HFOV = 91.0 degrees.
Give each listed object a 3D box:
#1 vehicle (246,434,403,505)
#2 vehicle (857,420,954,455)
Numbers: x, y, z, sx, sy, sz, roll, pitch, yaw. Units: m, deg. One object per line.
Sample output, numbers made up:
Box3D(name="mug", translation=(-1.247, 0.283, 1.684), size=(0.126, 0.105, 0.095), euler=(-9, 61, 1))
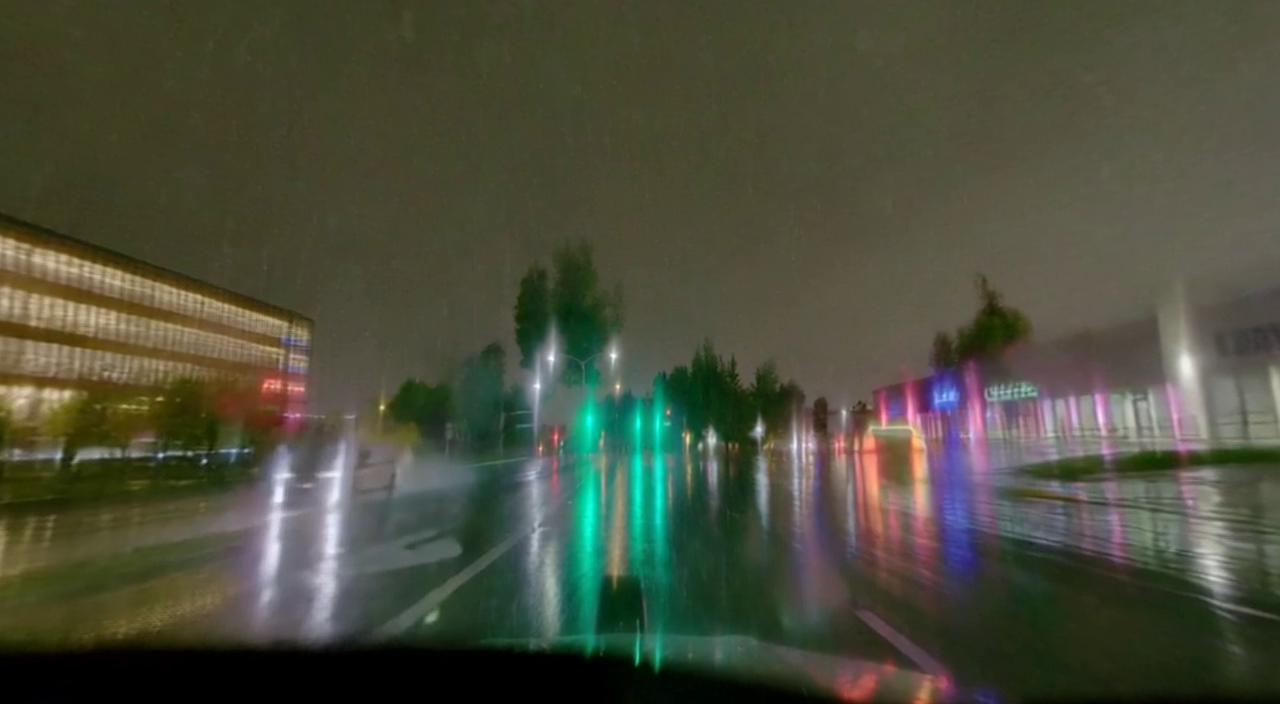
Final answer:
Box3D(name="vehicle", translation=(-8.530, 3.204, 17.579), size=(2.046, 1.700, 4.439), euler=(0, -9, 0))
Box3D(name="vehicle", translation=(19.783, 6.389, 47.093), size=(6.174, 2.496, 2.349), euler=(0, -9, -2))
